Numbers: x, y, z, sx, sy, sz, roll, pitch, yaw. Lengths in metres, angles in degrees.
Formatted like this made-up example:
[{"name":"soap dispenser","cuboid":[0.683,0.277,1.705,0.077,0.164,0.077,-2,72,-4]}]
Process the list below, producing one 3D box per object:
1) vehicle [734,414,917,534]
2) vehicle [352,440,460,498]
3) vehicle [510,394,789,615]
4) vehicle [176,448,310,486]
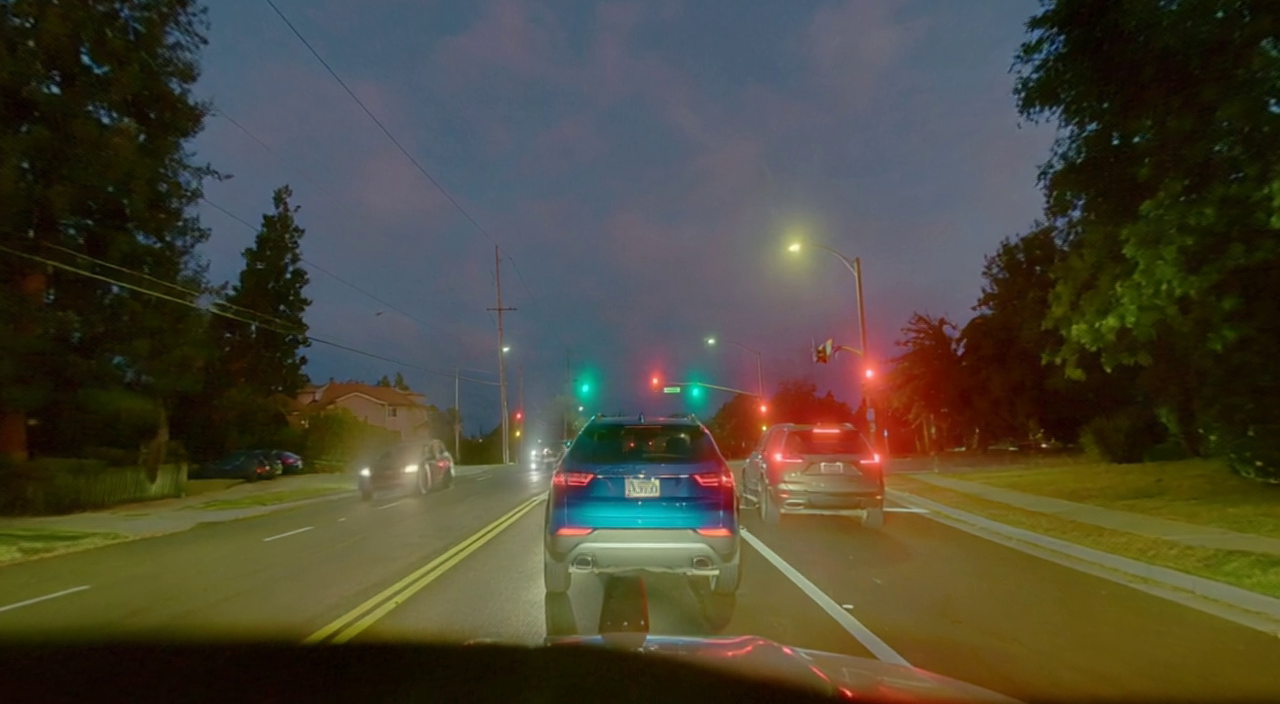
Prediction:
[{"name":"vehicle","cuboid":[3.076,2.118,11.527,1.967,1.756,4.281,0,-8,-1]},{"name":"vehicle","cuboid":[-7.477,3.736,20.584,1.985,1.672,3.960,0,-8,0]},{"name":"vehicle","cuboid":[0.058,1.479,7.012,2.151,1.695,4.100,0,-8,0]},{"name":"vehicle","cuboid":[-16.116,4.653,25.730,4.245,1.446,1.827,0,-8,1]}]
